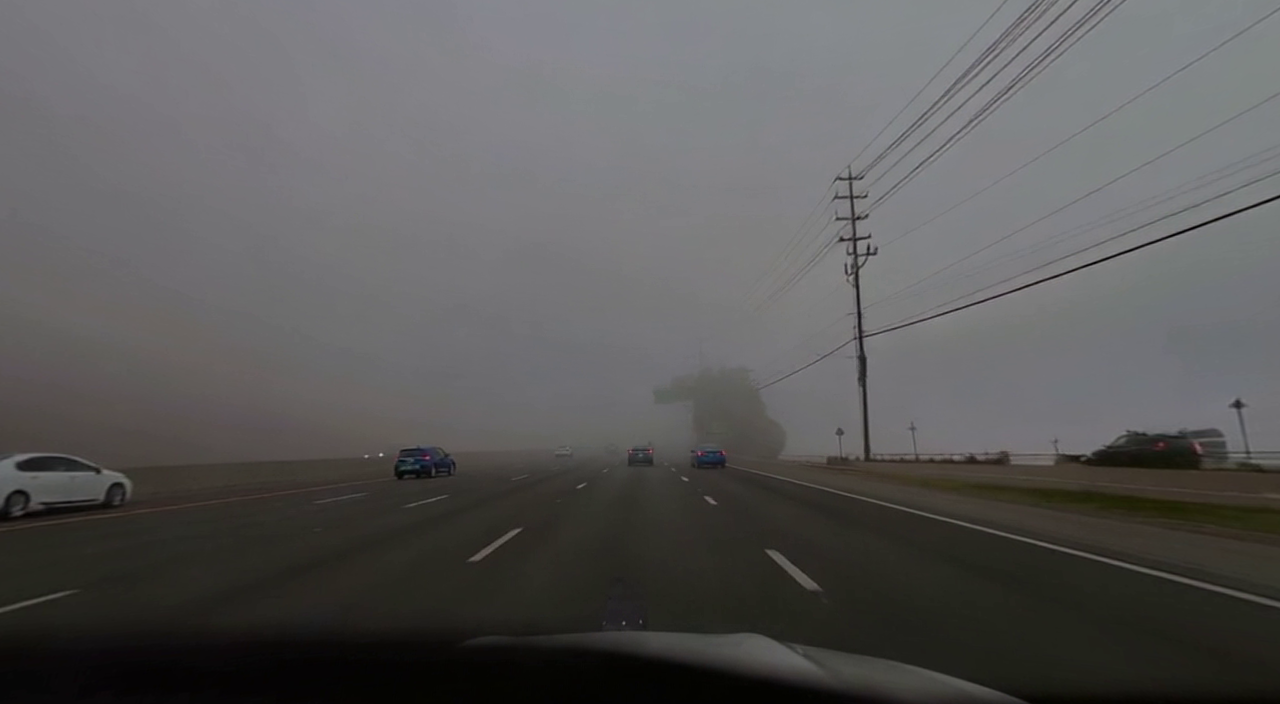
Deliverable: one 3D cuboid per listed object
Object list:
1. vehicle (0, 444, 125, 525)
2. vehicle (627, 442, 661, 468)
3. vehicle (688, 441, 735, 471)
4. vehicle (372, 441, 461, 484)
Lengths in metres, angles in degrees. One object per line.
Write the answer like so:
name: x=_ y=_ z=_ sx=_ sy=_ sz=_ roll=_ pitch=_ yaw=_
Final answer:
vehicle: x=-14.409 y=2.877 z=13.906 sx=2.046 sy=1.674 sz=4.735 roll=0 pitch=-8 yaw=1
vehicle: x=0.251 y=6.387 z=39.329 sx=2.036 sy=1.474 sz=3.969 roll=0 pitch=-8 yaw=0
vehicle: x=3.845 y=5.689 z=34.627 sx=2.060 sy=1.526 sz=4.387 roll=0 pitch=-8 yaw=0
vehicle: x=-10.274 y=5.104 z=29.489 sx=2.241 sy=1.810 sz=4.966 roll=-1 pitch=-8 yaw=2
